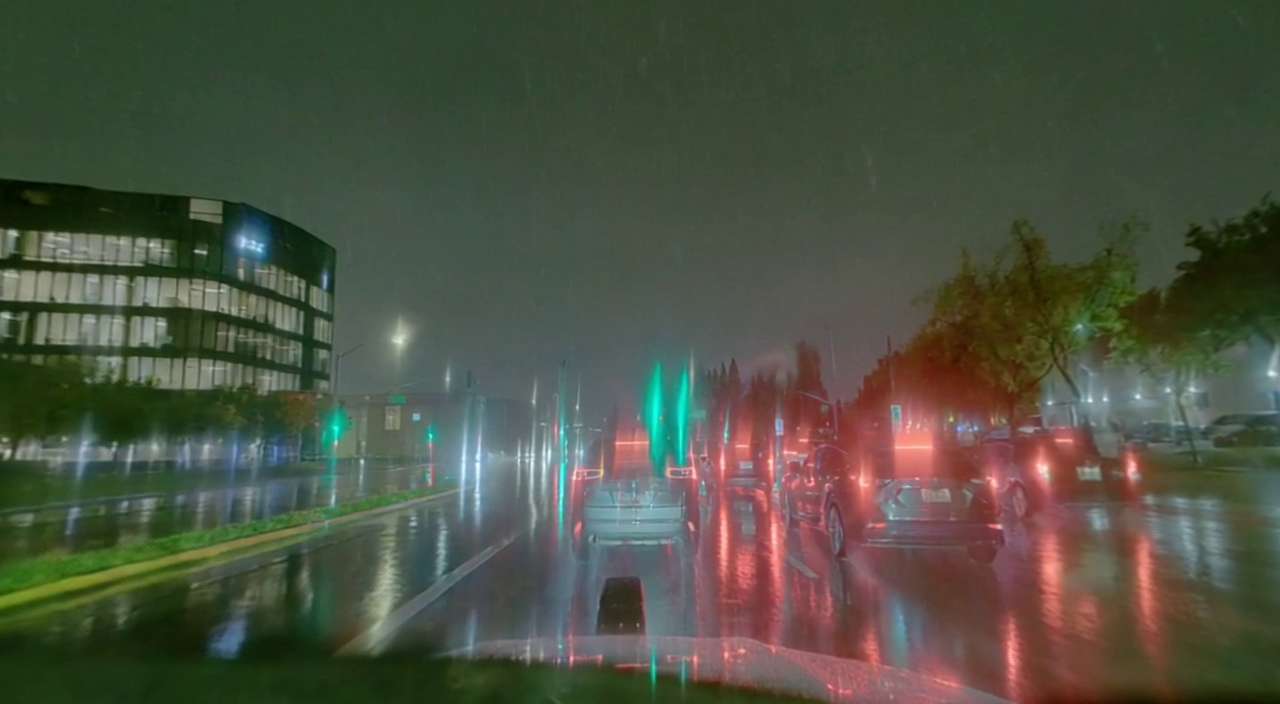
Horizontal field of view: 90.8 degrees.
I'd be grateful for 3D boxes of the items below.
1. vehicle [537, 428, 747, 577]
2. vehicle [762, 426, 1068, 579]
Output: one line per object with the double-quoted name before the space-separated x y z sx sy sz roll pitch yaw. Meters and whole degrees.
"vehicle" -0.024 1.817 8.462 2.105 1.474 4.127 0 -8 -1
"vehicle" 3.154 1.815 8.532 1.995 1.483 4.533 0 -8 -1
